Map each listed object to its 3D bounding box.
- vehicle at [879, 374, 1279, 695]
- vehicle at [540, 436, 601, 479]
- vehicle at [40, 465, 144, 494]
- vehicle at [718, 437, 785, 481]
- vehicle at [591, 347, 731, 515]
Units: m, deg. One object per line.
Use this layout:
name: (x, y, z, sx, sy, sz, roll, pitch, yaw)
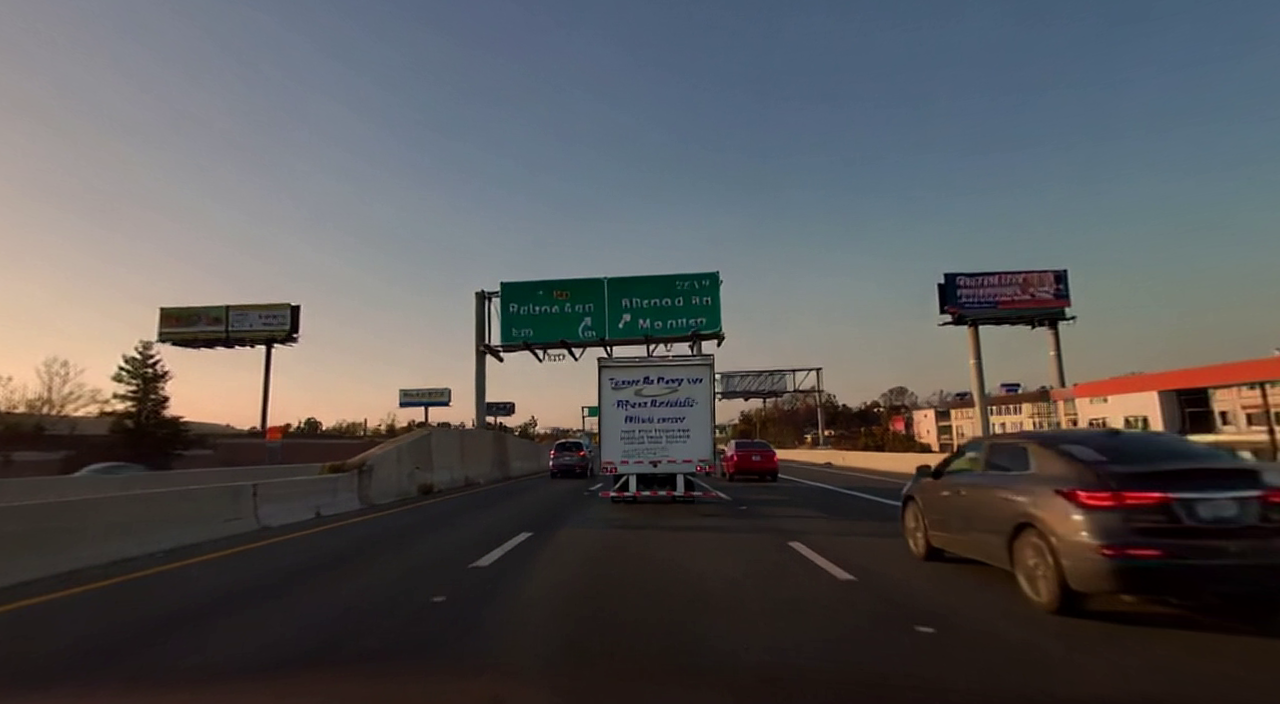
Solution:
vehicle: (3.981, 1.286, 5.617, 1.986, 1.718, 4.296, 0, -8, 0)
vehicle: (-3.009, 4.693, 28.318, 2.030, 1.757, 4.509, -1, -8, 2)
vehicle: (-32.757, 7.590, 37.868, 1.822, 1.448, 4.498, -2, -8, 9)
vehicle: (4.568, 4.448, 26.537, 2.066, 1.692, 4.339, 0, -8, 0)
vehicle: (0.481, 2.162, 16.747, 2.733, 3.296, 8.571, 0, -8, 1)
